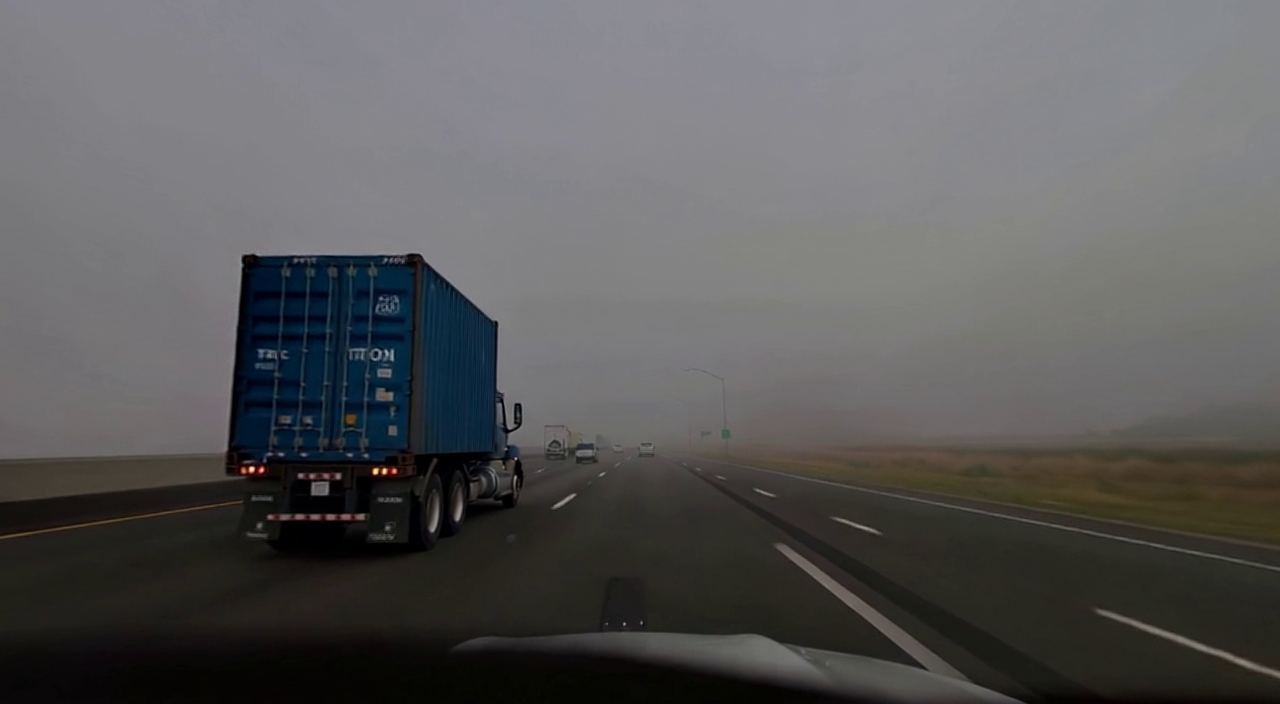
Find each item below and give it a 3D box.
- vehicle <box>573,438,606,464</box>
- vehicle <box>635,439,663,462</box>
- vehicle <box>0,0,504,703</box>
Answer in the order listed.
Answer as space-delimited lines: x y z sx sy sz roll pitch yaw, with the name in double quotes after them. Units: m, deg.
-3.556 7.082 45.339 1.995 1.745 4.187 0 -8 1 "vehicle"
0.677 7.761 49.785 2.136 1.718 4.157 0 -8 0 "vehicle"
-3.969 -0.034 4.111 2.840 4.032 13.388 0 -8 2 "vehicle"
